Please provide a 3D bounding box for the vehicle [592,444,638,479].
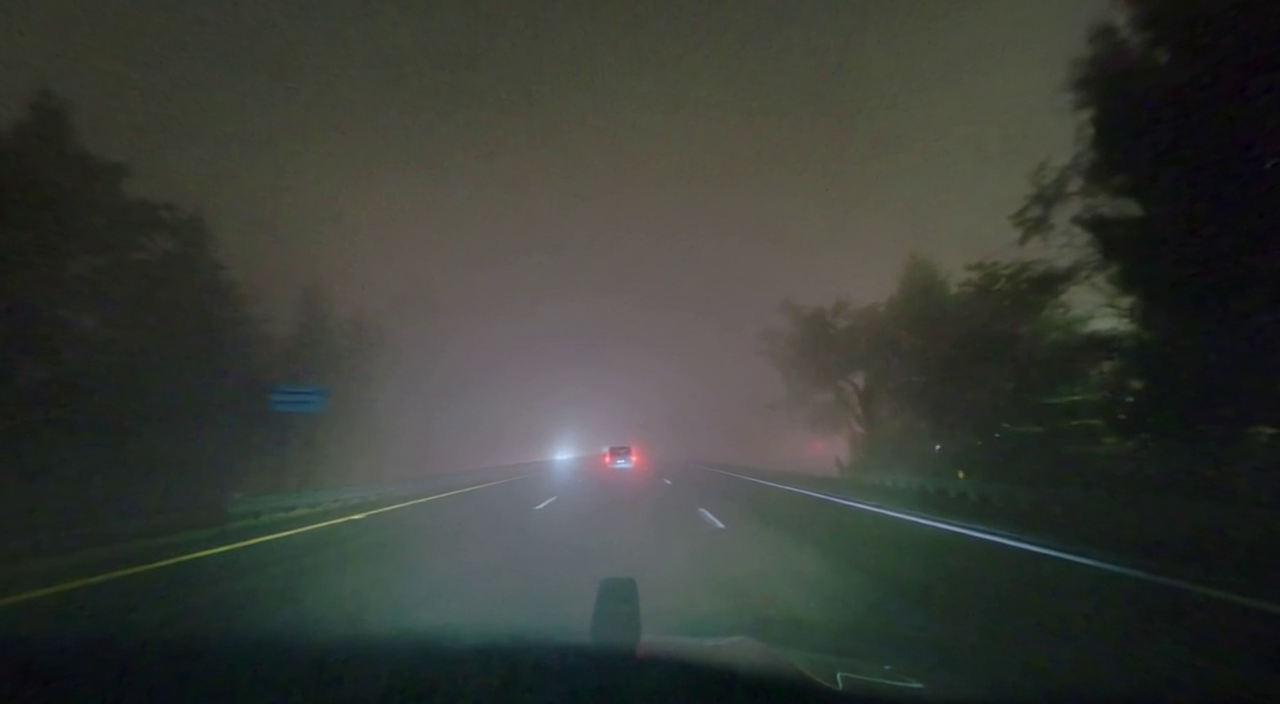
[{"bbox_3d":[-1.242,5.723,33.073,2.120,1.715,4.153,-1,-9,1],"label":"vehicle"}]
